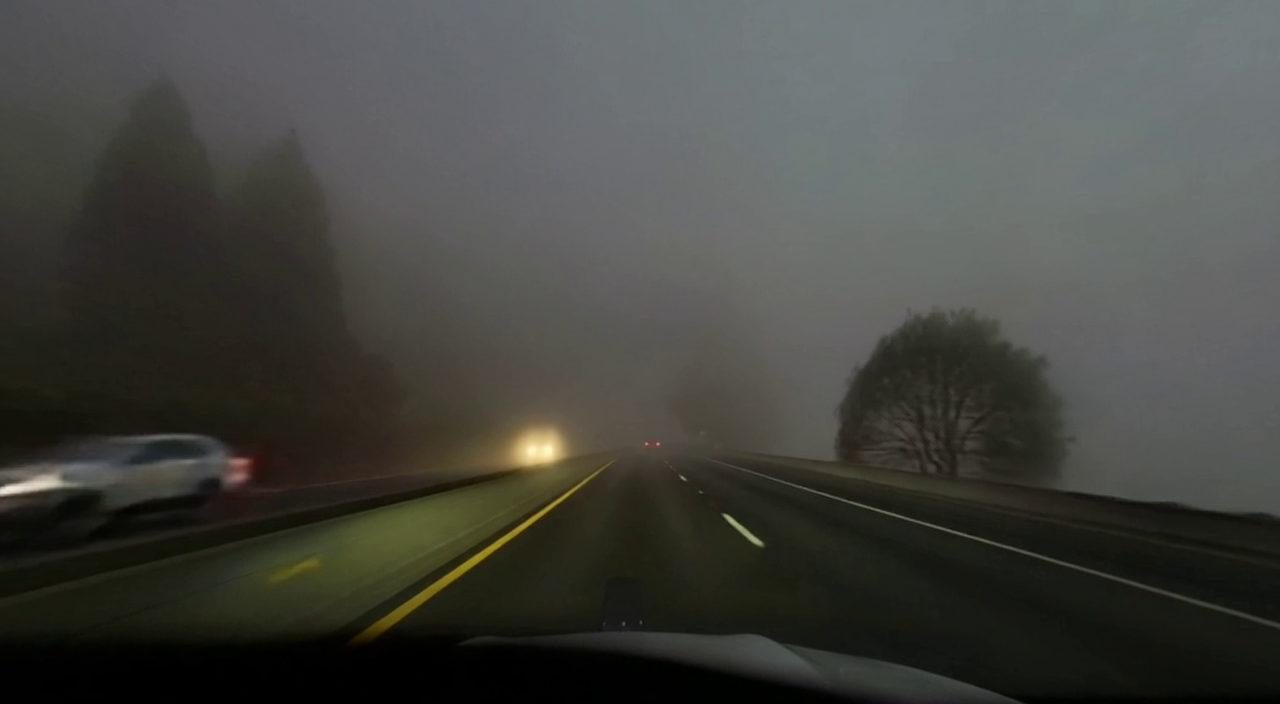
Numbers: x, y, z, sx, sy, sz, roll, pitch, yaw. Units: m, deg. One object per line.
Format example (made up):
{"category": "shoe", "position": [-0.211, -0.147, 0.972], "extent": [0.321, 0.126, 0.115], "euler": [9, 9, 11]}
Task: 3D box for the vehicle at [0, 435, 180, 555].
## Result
{"category": "vehicle", "position": [-9.042, 1.898, 8.589], "extent": [2.040, 1.491, 4.606], "euler": [0, -8, 1]}
